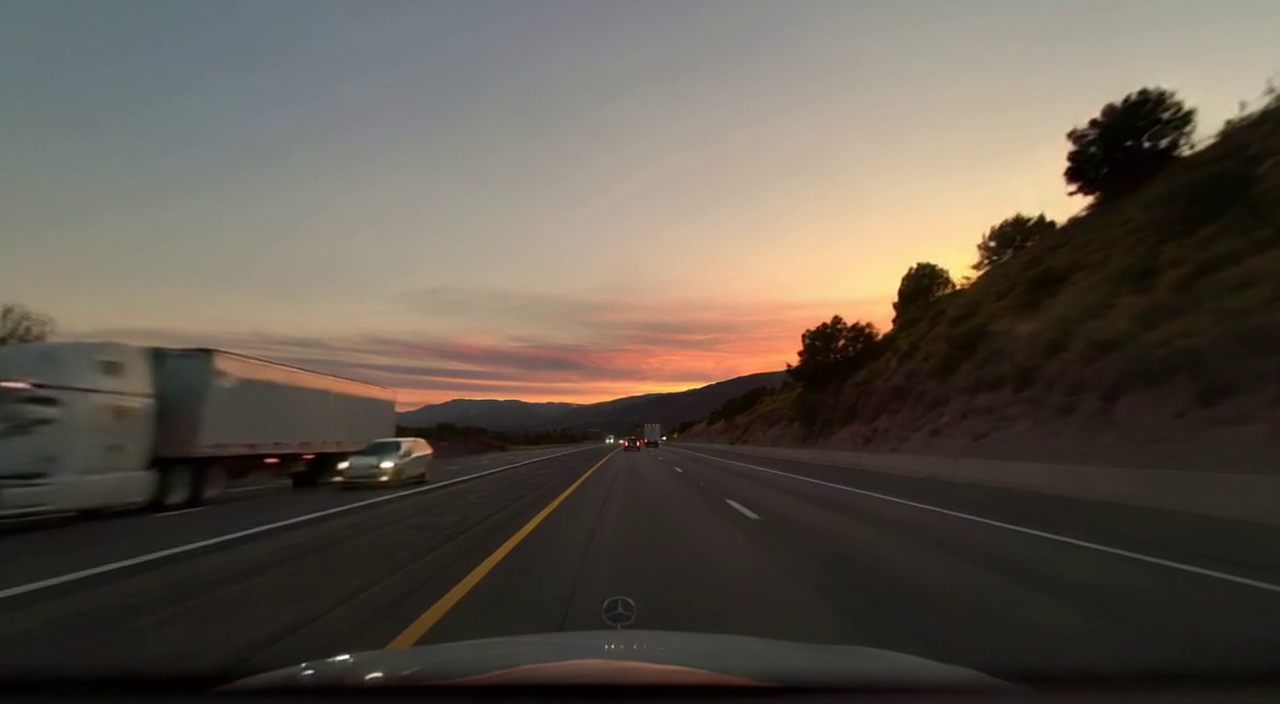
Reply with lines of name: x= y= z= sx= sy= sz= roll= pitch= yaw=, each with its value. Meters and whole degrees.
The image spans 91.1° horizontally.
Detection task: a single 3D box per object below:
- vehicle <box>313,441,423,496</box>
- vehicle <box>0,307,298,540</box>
vehicle: x=-8.291 y=3.542 z=19.573 sx=1.821 sy=1.492 sz=3.746 roll=0 pitch=-8 yaw=-1
vehicle: x=-12.574 y=1.824 z=15.227 sx=2.979 sy=3.983 sz=10.131 roll=0 pitch=-8 yaw=-1
